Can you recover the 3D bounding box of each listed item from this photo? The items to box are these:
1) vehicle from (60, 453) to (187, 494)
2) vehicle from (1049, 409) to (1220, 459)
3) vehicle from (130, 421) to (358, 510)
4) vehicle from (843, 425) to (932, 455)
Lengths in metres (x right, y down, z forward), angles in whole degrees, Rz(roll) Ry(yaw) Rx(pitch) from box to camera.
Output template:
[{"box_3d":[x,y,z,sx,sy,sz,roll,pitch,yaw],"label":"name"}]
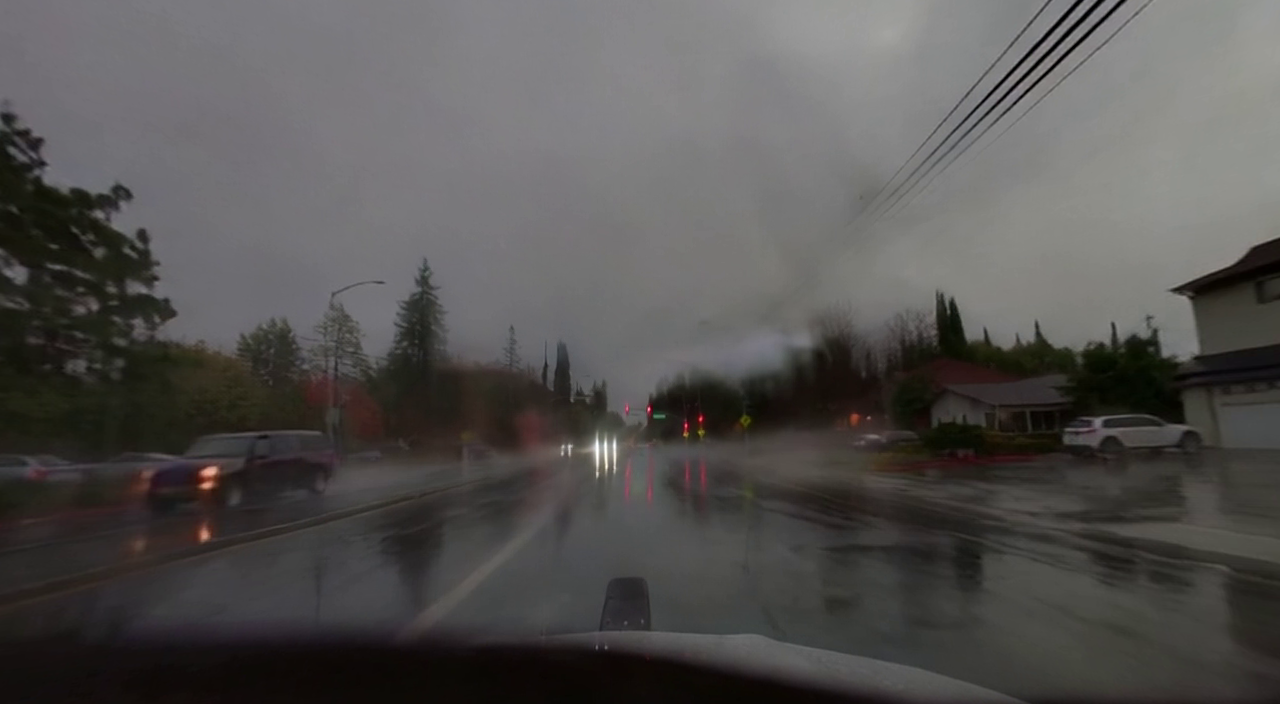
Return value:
[{"box_3d":[-21.981,5.145,26.931,3.952,1.429,1.772,-4,-8,2],"label":"vehicle"},{"box_3d":[18.394,3.081,23.636,4.591,1.718,2.107,-1,-8,-1],"label":"vehicle"},{"box_3d":[-10.376,3.032,17.364,2.294,1.975,5.773,-1,-8,3],"label":"vehicle"},{"box_3d":[15.176,5.437,38.847,4.625,1.467,1.991,-4,-8,2],"label":"vehicle"}]
